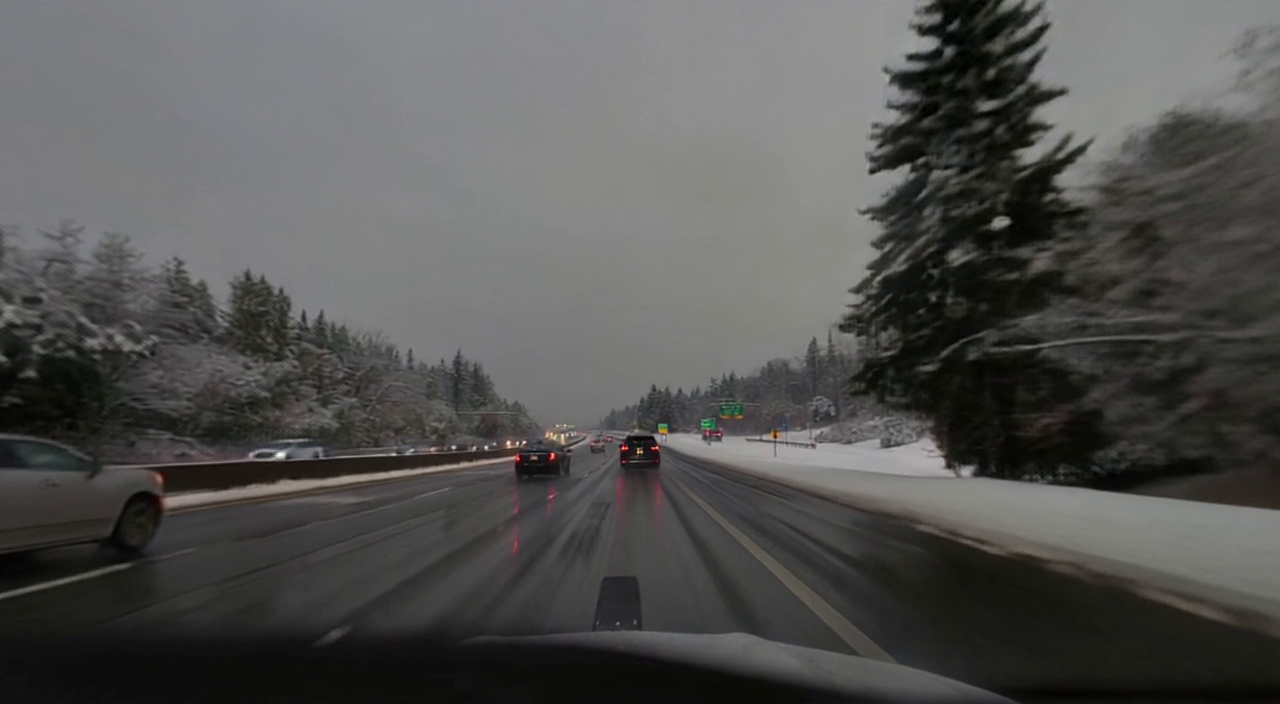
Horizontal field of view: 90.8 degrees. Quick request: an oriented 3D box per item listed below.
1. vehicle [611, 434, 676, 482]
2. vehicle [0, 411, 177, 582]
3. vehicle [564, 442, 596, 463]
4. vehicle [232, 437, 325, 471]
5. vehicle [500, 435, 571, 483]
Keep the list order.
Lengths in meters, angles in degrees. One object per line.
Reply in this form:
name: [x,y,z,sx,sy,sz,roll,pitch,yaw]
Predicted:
vehicle: [0.094,4.231,25.429,2.378,1.750,4.355,0,-8,-1]
vehicle: [-7.351,1.403,6.092,2.195,1.652,4.733,0,-8,0]
vehicle: [-4.644,7.858,49.580,2.084,1.528,4.094,0,-8,0]
vehicle: [-21.826,6.190,38.523,2.238,1.895,5.840,0,-8,0]
vehicle: [-4.044,4.222,25.132,2.044,1.717,4.421,0,-8,0]
